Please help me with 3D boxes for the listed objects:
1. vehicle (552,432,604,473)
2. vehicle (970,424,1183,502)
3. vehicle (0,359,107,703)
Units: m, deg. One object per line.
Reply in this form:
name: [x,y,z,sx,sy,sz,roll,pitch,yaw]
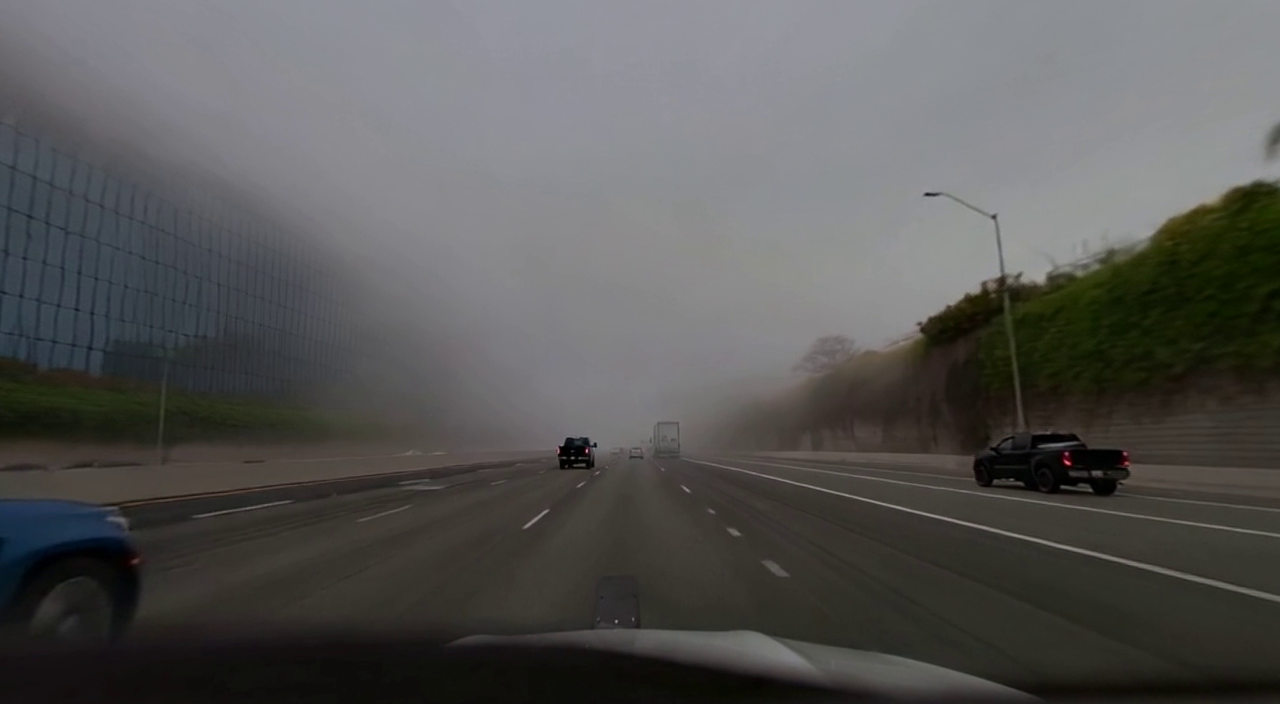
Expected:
vehicle: [-3.264,5.492,34.517,2.284,2.022,5.752,0,-9,0]
vehicle: [11.484,2.980,17.255,2.089,1.787,5.080,0,-9,-1]
vehicle: [-3.795,0.638,1.079,2.039,1.710,4.237,0,-9,-1]
